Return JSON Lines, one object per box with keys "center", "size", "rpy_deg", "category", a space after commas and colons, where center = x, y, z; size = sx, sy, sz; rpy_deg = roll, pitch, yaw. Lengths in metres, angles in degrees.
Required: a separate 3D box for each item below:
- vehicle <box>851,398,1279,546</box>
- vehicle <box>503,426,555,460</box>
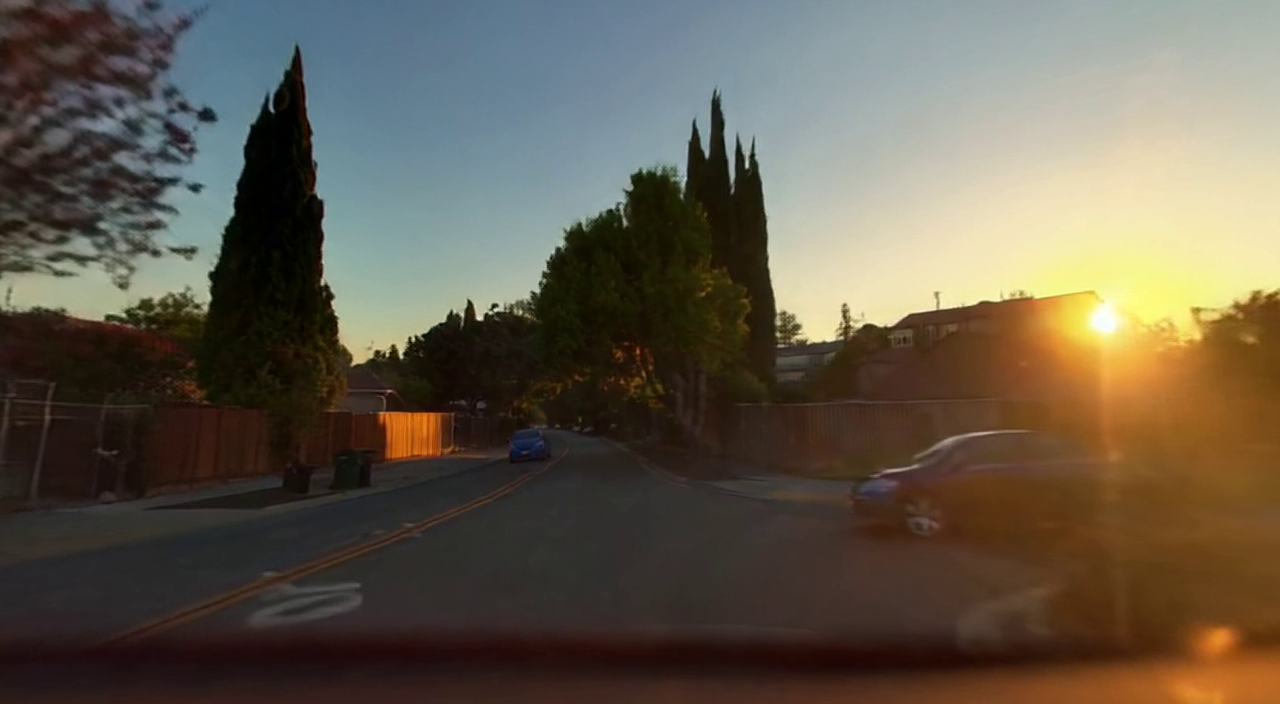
{"center": [4.813, 1.431, 7.733], "size": [3.772, 1.531, 1.949], "rpy_deg": [-1, -9, 3], "category": "vehicle"}
{"center": [-5.650, 4.722, 32.578], "size": [2.036, 1.657, 4.391], "rpy_deg": [0, -9, -2], "category": "vehicle"}
